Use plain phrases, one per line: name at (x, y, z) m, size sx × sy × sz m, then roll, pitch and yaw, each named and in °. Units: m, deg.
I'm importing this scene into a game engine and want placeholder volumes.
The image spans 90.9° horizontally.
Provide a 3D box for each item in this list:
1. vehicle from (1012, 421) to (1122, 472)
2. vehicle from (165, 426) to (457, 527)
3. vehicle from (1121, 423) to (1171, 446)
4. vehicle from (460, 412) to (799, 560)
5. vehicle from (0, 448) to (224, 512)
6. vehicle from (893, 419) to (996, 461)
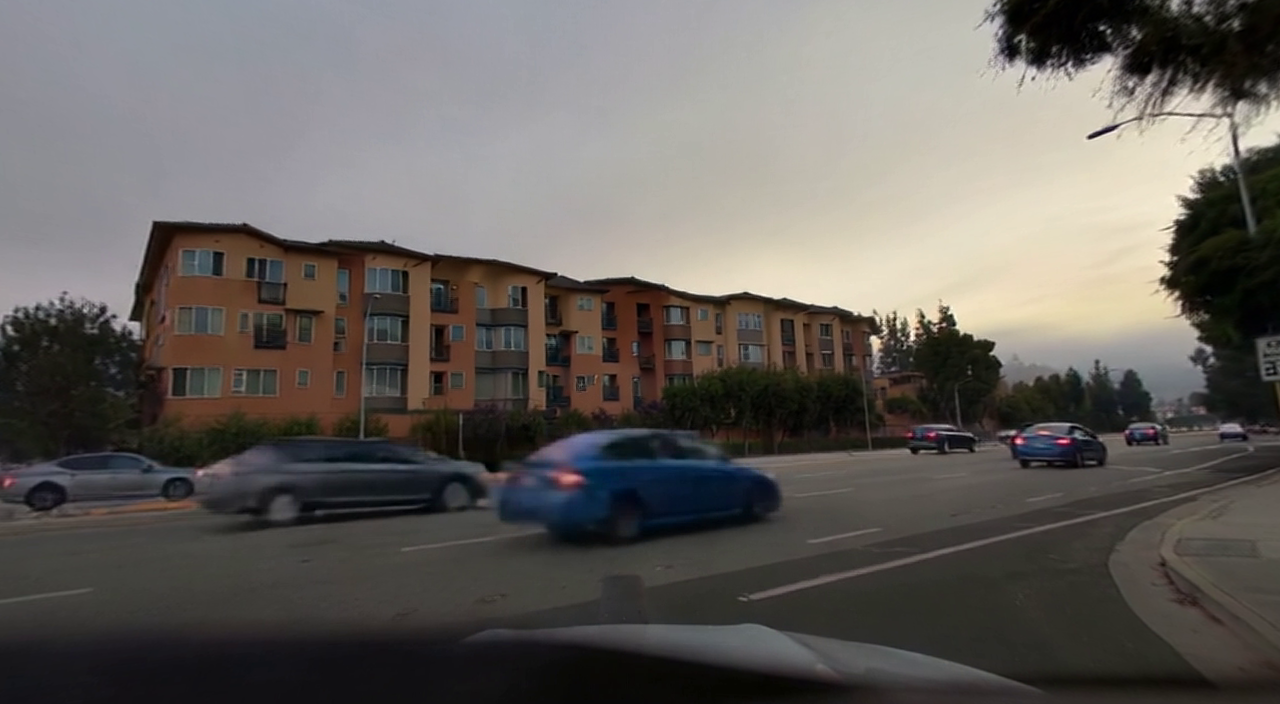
vehicle at (15.312, 3.361, 22.549) m, size 4.438 × 1.625 × 2.033 m, roll 7°, pitch -11°, yaw -40°
vehicle at (-6.496, 2.416, 12.870) m, size 4.846 × 1.662 × 1.989 m, roll 7°, pitch -11°, yaw -40°
vehicle at (38.622, 6.339, 48.095) m, size 4.683 × 1.678 × 1.981 m, roll 7°, pitch -11°, yaw -40°
vehicle at (0.037, 1.855, 9.559) m, size 4.783 × 1.652 × 2.199 m, roll 7°, pitch -11°, yaw -41°
vehicle at (-13.600, 3.254, 16.423) m, size 4.289 × 1.415 × 1.774 m, roll 7°, pitch -13°, yaw -41°
vehicle at (15.303, 4.401, 31.546) m, size 5.994 × 1.898 × 2.264 m, roll 7°, pitch -11°, yaw -40°
